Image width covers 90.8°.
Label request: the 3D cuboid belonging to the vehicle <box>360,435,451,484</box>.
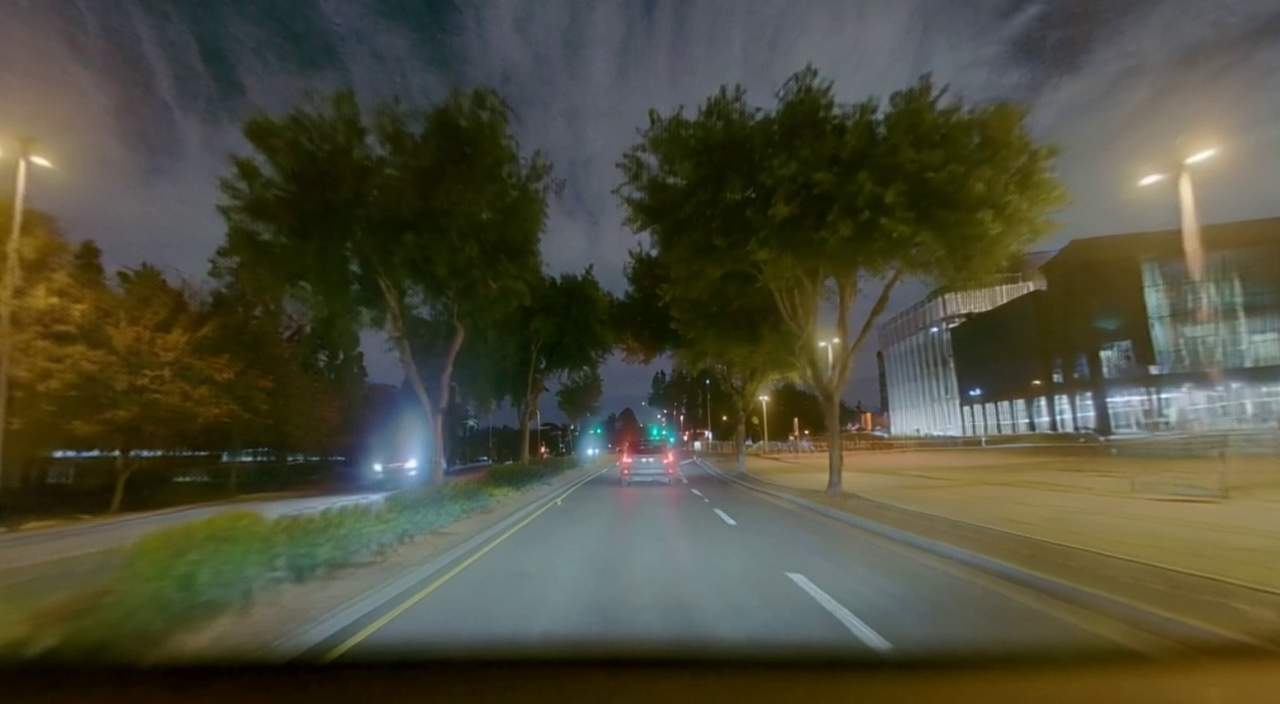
[{"bbox_3d":[-11.159,5.148,30.565,2.349,2.106,5.464,0,-8,-1],"label":"vehicle"}]

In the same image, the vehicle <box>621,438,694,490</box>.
[{"bbox_3d":[0.570,3.585,20.670,2.114,1.493,4.430,-1,-8,2],"label":"vehicle"}]
